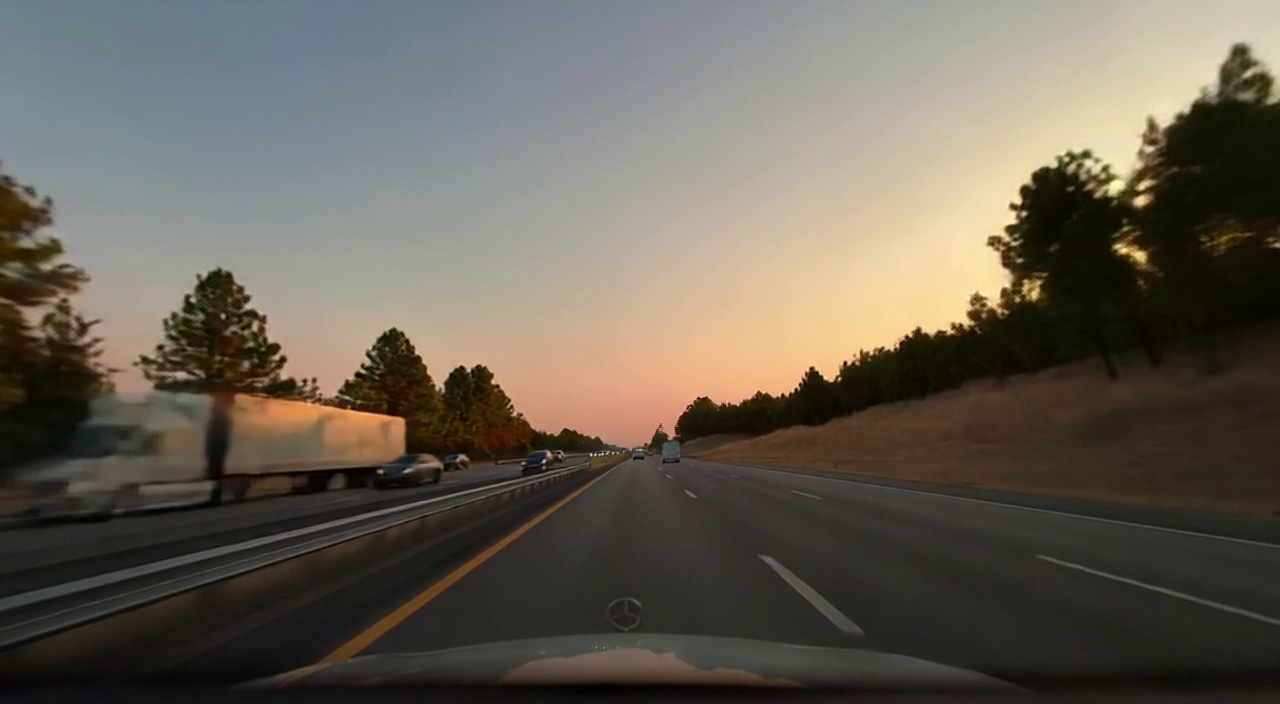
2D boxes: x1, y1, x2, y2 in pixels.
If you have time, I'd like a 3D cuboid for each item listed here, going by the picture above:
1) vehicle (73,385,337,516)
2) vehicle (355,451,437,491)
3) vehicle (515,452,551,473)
[{"bbox_3d":[-16.020,3.848,24.903,2.947,4.041,10.415,0,-9,0],"label":"vehicle"},{"bbox_3d":[-11.703,5.710,30.704,2.072,1.763,4.797,0,-9,0],"label":"vehicle"},{"bbox_3d":[-8.202,8.468,48.732,2.029,1.506,4.335,0,-9,1],"label":"vehicle"}]
